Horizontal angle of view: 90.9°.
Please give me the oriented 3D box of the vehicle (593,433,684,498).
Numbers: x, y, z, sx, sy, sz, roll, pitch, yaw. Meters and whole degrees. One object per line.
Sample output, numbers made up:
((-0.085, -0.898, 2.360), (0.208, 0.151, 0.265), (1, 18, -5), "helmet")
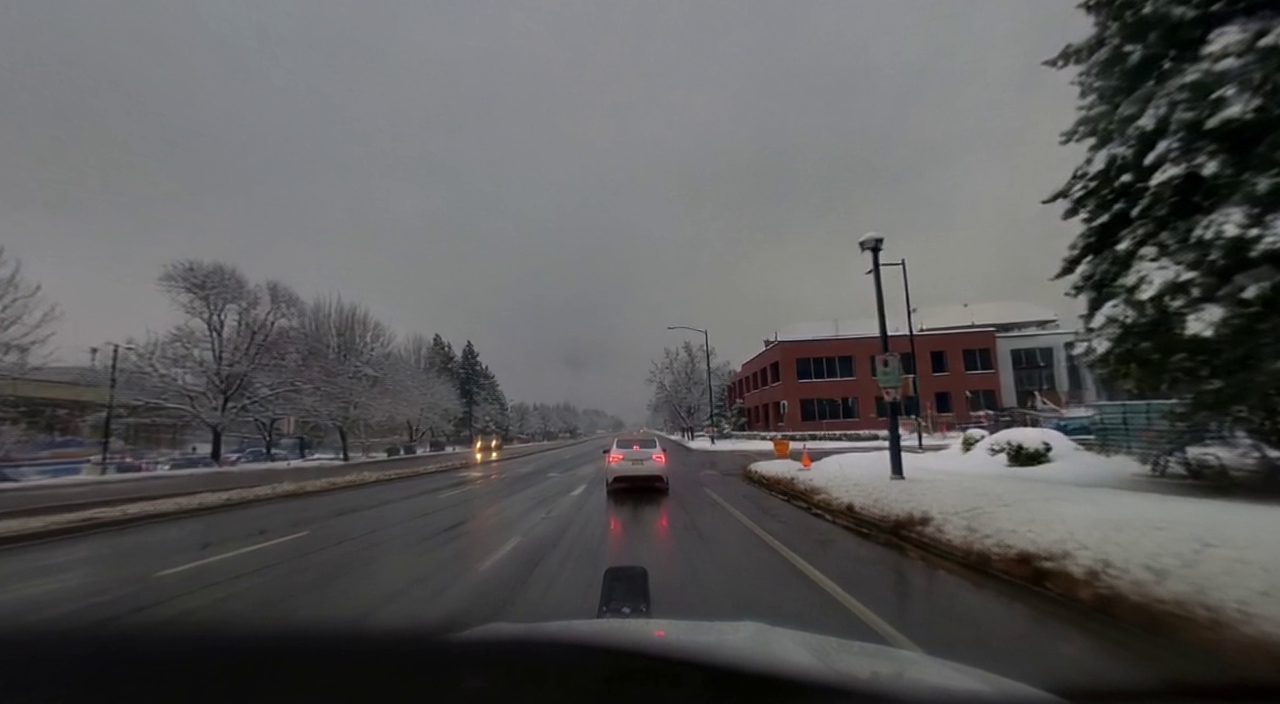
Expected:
((-0.034, 2.923, 16.669), (2.112, 1.482, 4.076), (0, -8, 0), "vehicle")

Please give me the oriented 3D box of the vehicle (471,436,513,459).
((-10.211, 6.508, 43.124), (2.072, 1.465, 4.394), (3, -9, -22), "vehicle")

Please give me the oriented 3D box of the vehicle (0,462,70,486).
((-39.752, 7.838, 40.649), (4.111, 1.412, 1.777), (0, -8, -2), "vehicle")
